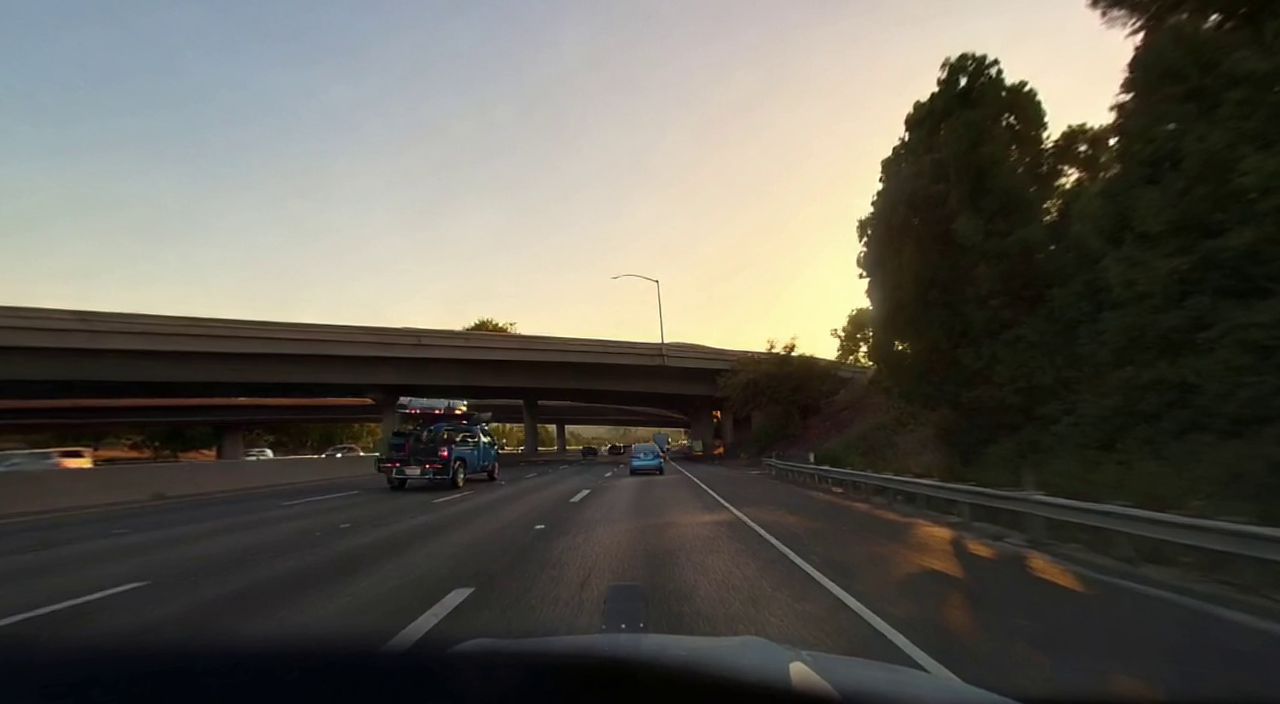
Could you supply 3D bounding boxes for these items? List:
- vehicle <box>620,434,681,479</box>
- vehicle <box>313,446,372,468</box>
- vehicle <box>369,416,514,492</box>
[{"bbox_3d":[0.409,4.299,26.225,2.336,1.722,4.212,0,-8,1],"label":"vehicle"},{"bbox_3d":[-20.696,7.306,44.061,1.818,1.433,4.380,0,-8,2],"label":"vehicle"},{"bbox_3d":[-6.661,3.580,22.481,2.827,2.236,7.057,0,-8,1],"label":"vehicle"}]
